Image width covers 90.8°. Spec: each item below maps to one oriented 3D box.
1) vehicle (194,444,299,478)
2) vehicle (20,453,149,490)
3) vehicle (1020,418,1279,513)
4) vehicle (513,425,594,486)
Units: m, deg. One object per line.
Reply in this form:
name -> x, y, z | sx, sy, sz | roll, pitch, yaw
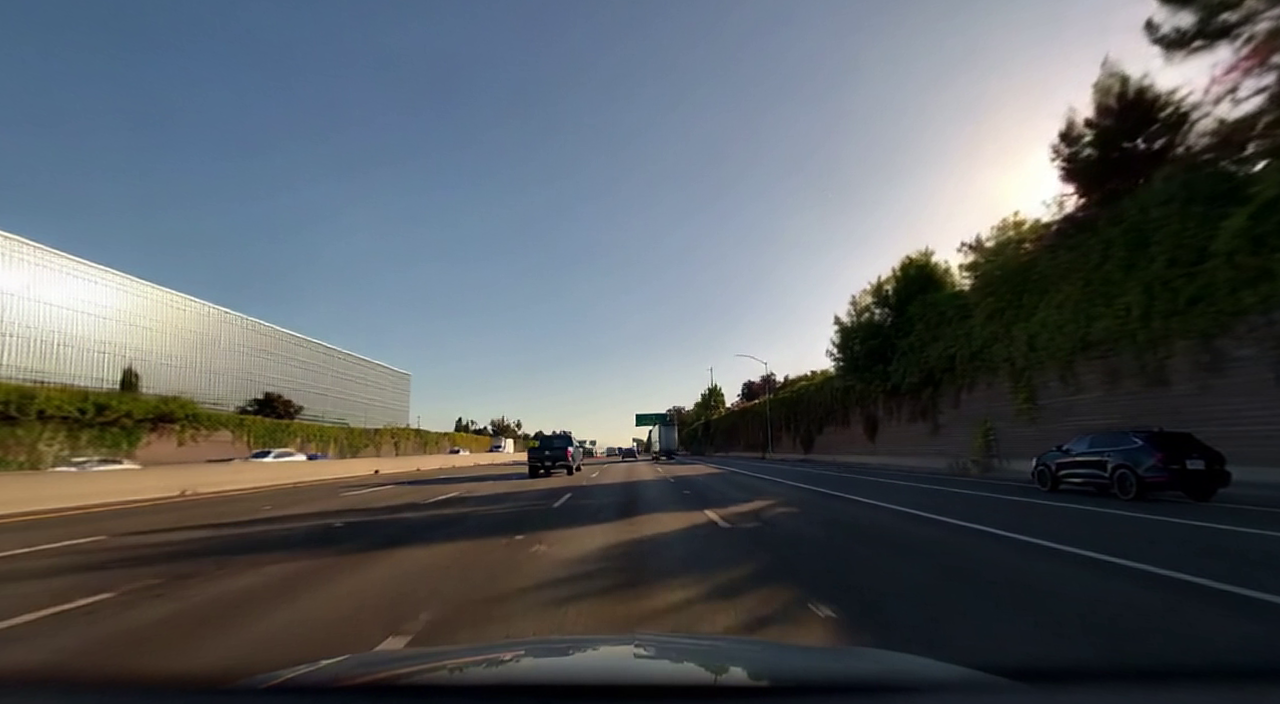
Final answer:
vehicle -> -20.620, 5.759, 33.454 | 2.052, 1.622, 5.500 | 0, -9, 0
vehicle -> -23.696, 5.091, 27.195 | 1.828, 1.428, 4.106 | 0, -9, 0
vehicle -> 11.479, 2.558, 14.587 | 2.089, 1.787, 5.080 | 0, -9, -2
vehicle -> -3.113, 3.909, 24.080 | 2.284, 2.022, 5.752 | 0, -9, 0
